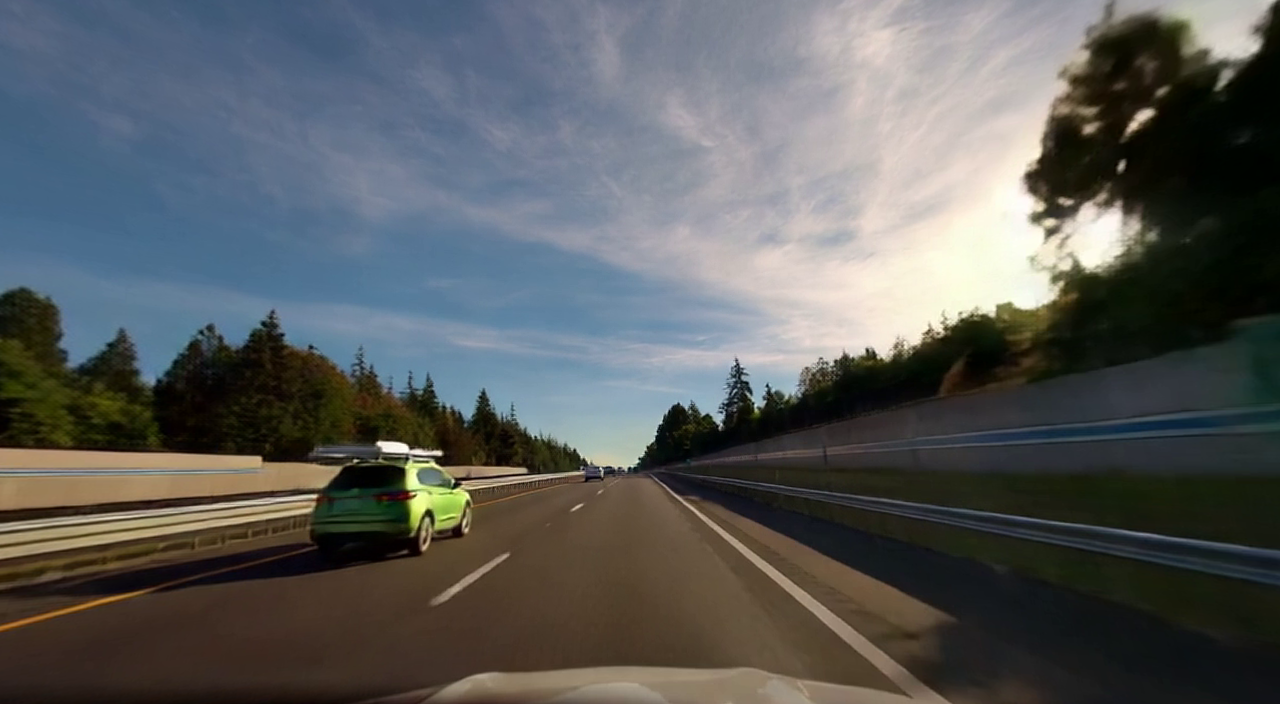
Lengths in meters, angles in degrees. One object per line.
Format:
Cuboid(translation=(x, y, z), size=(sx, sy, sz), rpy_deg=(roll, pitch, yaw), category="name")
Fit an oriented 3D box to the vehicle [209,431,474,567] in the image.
Cuboid(translation=(-4.292, 2.226, 10.051), size=(2.022, 1.650, 4.331), rpy_deg=(1, -11, 0), category="vehicle")
